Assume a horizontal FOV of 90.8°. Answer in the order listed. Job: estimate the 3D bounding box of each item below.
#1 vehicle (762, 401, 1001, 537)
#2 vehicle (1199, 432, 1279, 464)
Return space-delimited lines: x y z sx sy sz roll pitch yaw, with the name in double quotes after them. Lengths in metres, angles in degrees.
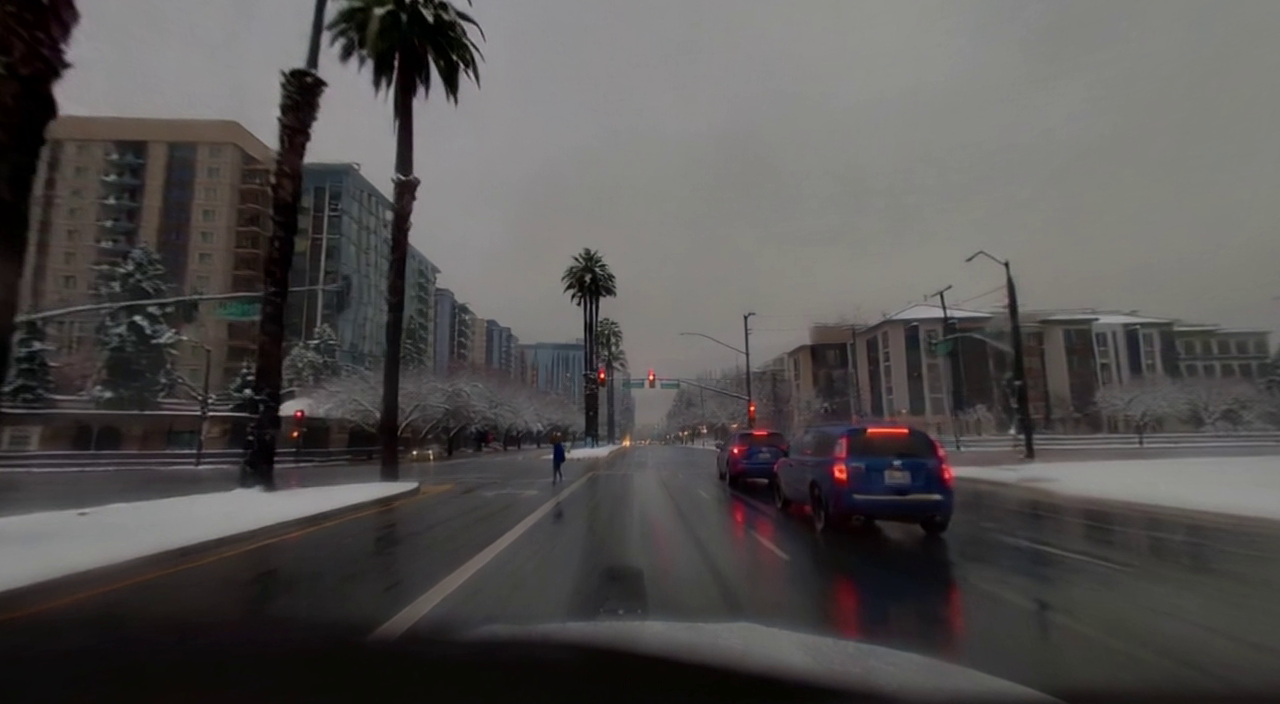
3.623 1.886 10.699 2.060 1.756 4.770 0 -9 -1 "vehicle"
30.286 4.652 30.709 4.398 1.471 1.955 0 -8 -3 "vehicle"
